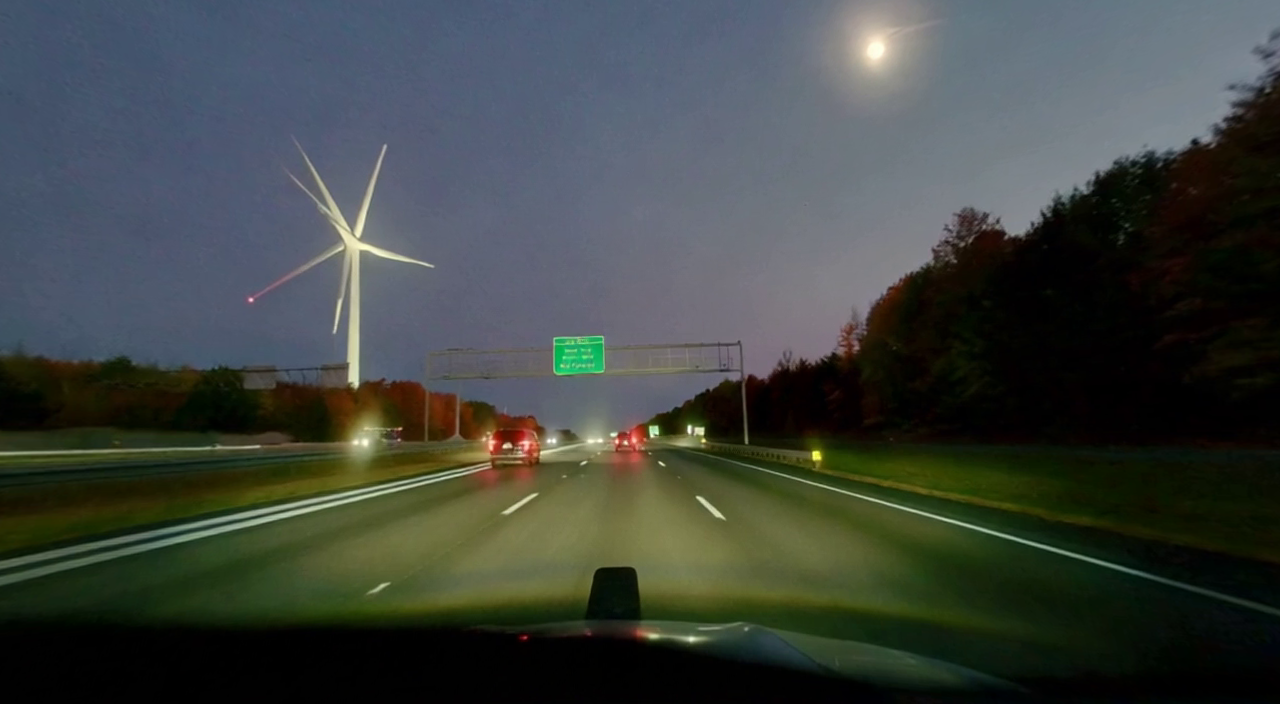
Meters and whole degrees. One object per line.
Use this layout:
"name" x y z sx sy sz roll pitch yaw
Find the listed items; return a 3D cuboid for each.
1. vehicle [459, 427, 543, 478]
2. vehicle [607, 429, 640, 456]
"vehicle" -4.826 3.519 22.399 2.062 1.622 4.153 0 -8 0
"vehicle" -1.170 6.378 44.525 2.213 1.774 4.563 0 -8 -1
